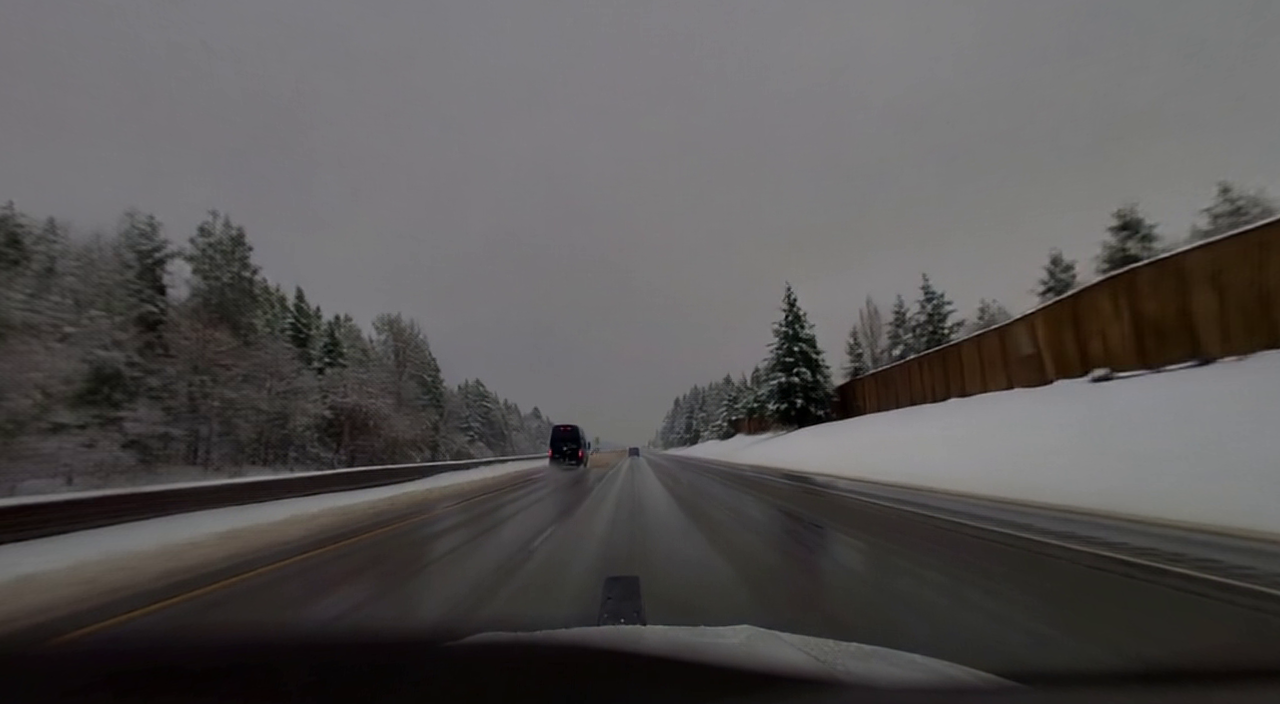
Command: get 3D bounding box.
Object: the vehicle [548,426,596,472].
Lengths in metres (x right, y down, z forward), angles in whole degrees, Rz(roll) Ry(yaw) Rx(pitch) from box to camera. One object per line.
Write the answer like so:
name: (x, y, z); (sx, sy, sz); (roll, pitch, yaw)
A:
vehicle: (-3.966, 5.821, 37.807); (2.305, 2.517, 5.486); (0, -9, 0)
